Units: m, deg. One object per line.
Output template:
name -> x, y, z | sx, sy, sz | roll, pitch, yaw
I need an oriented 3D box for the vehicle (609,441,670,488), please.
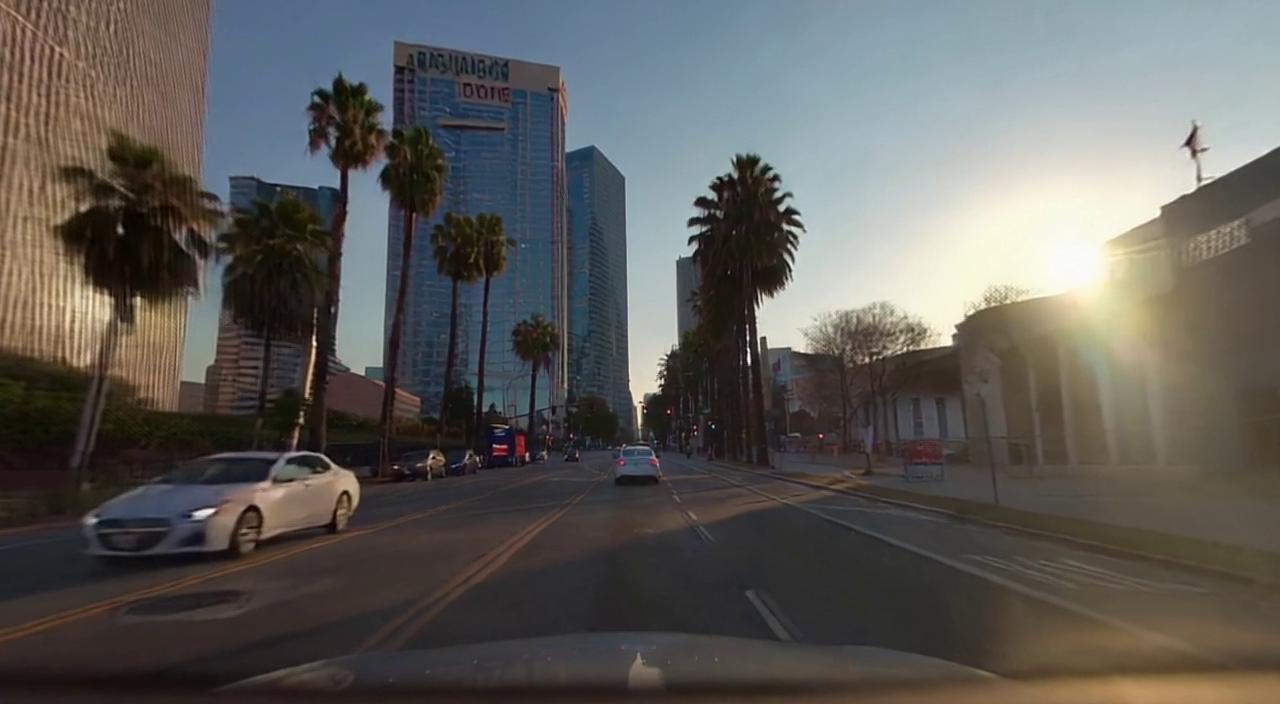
vehicle -> -0.033, 4.278, 24.278 | 2.145, 1.632, 3.972 | 0, -8, 0

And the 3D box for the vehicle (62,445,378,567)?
vehicle -> -6.197, 2.258, 10.139 | 1.951, 1.476, 4.452 | -1, -8, 1

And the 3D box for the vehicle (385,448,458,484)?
vehicle -> -12.316, 6.454, 35.947 | 2.308, 1.839, 4.793 | -1, -8, 2

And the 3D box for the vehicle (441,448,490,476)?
vehicle -> -12.089, 7.648, 43.990 | 1.981, 1.803, 4.835 | 0, -8, 1
